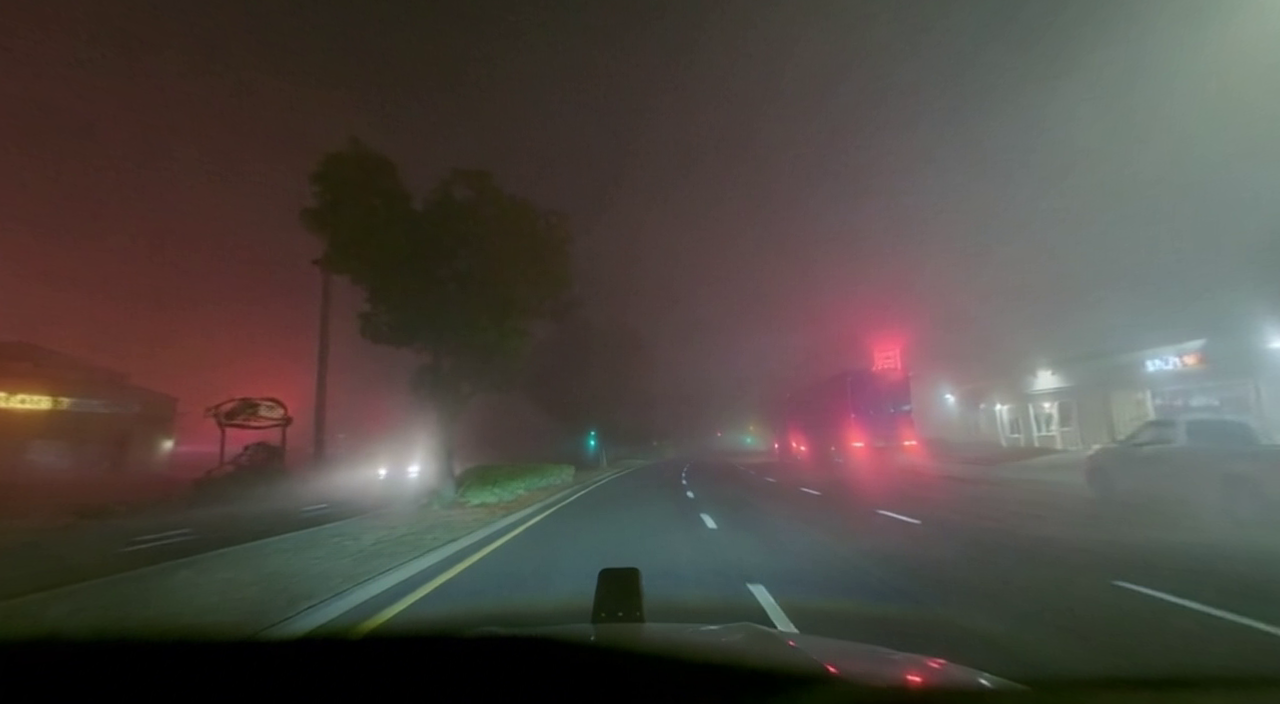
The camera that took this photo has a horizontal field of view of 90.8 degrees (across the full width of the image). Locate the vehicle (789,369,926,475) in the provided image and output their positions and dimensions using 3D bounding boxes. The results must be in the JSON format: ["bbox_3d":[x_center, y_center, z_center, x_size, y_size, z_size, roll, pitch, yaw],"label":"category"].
[{"bbox_3d":[11.215,4.230,35.440,2.907,4.439,17.681,-1,-8,5],"label":"vehicle"}]

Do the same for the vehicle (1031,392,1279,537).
[{"bbox_3d":[9.842,1.904,11.139,2.200,1.944,5.935,-1,-9,2],"label":"vehicle"}]

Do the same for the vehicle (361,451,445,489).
[{"bbox_3d":[-10.452,5.214,28.261,1.907,1.505,4.354,-1,-9,2],"label":"vehicle"}]
